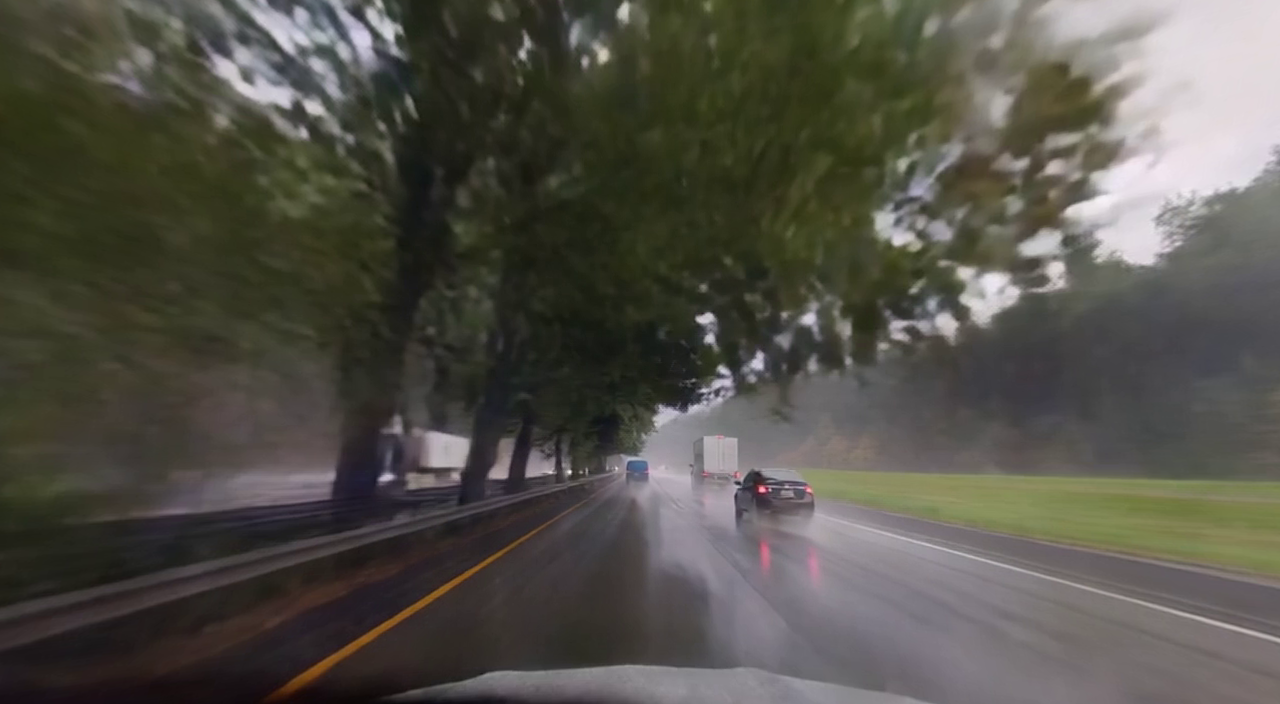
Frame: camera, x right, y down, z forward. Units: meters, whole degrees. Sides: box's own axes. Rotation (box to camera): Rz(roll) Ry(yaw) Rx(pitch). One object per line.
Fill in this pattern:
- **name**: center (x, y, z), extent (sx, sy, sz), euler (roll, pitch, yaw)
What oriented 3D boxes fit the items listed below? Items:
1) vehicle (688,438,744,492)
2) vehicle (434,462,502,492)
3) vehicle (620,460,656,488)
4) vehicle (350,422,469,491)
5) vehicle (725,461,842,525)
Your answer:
- **vehicle**: center (4.533, 6.949, 38.782), extent (2.563, 2.975, 6.941), euler (1, -10, 0)
- **vehicle**: center (-9.297, 6.832, 34.585), extent (2.180, 1.464, 5.054), euler (0, -10, 1)
- **vehicle**: center (-0.107, 8.047, 41.591), extent (2.212, 1.717, 4.452), euler (0, -10, 1)
- **vehicle**: center (-13.417, 6.371, 37.986), extent (3.347, 3.521, 9.713), euler (0, -10, 1)
- **vehicle**: center (3.882, 3.957, 18.105), extent (2.073, 1.532, 4.969), euler (1, -10, -2)
